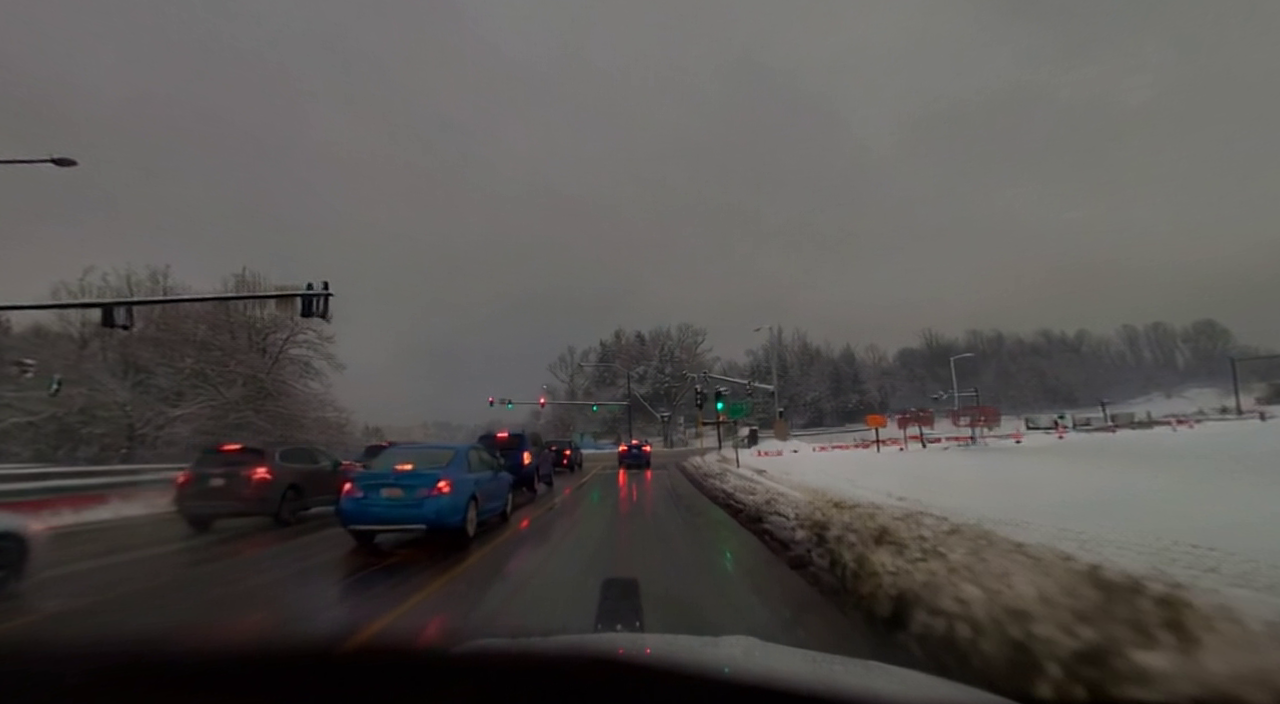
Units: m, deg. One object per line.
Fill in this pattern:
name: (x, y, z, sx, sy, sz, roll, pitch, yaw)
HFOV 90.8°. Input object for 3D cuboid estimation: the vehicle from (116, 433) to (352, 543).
vehicle: (-7.919, 2.640, 12.967, 1.949, 1.697, 4.406, -4, -9, 0)

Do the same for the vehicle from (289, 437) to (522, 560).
vehicle: (-3.283, 2.118, 9.901, 2.042, 1.441, 4.172, -1, -9, 0)

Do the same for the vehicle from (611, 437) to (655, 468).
vehicle: (-0.388, 5.330, 33.485, 2.183, 1.506, 4.286, 0, -9, -1)
